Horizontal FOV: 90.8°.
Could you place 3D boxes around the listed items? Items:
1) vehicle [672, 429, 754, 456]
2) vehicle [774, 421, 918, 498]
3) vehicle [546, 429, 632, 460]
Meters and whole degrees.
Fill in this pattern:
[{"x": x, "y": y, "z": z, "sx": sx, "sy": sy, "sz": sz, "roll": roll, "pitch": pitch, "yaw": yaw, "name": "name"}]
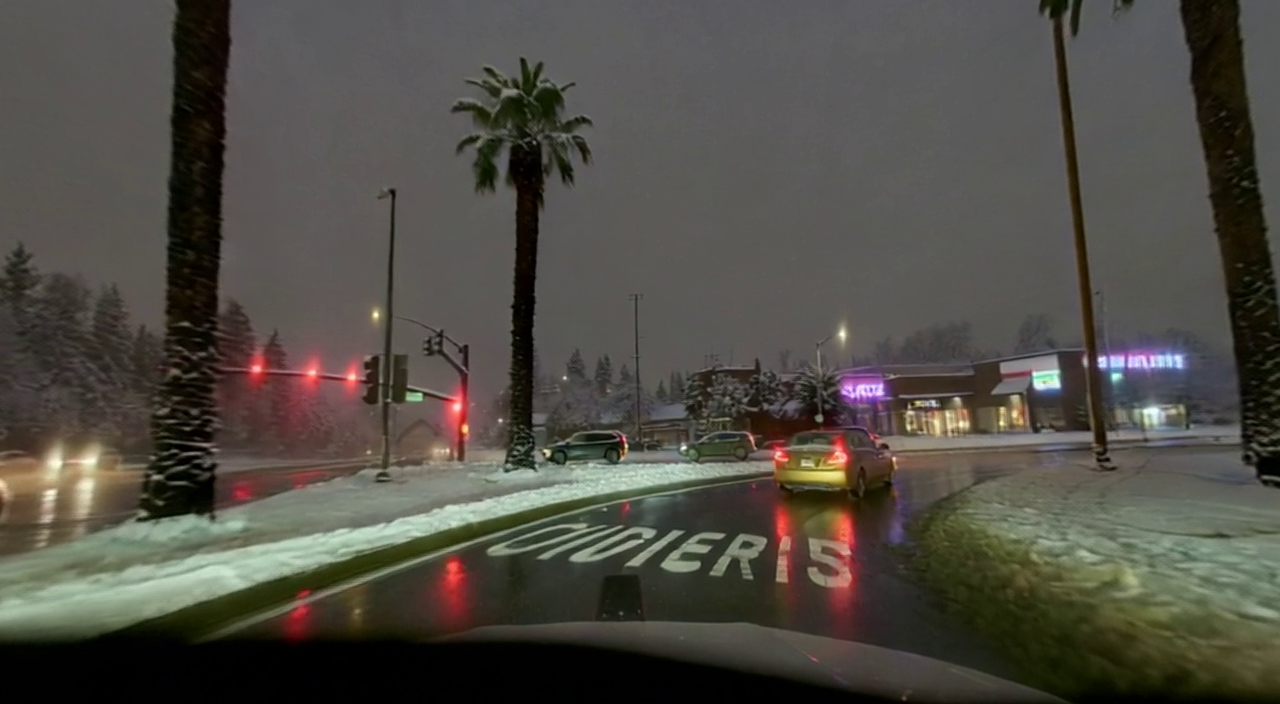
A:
[{"x": 4.414, "y": 5.512, "z": 38.444, "sx": 4.515, "sy": 1.492, "sz": 1.871, "roll": 0, "pitch": -9, "yaw": -11, "name": "vehicle"}, {"x": 5.014, "y": 2.490, "z": 14.952, "sx": 2.070, "sy": 1.493, "sz": 4.570, "roll": -6, "pitch": -10, "yaw": 32, "name": "vehicle"}, {"x": -3.000, "y": 5.380, "z": 36.760, "sx": 4.757, "sy": 1.633, "sz": 1.932, "roll": 1, "pitch": -8, "yaw": -13, "name": "vehicle"}]
